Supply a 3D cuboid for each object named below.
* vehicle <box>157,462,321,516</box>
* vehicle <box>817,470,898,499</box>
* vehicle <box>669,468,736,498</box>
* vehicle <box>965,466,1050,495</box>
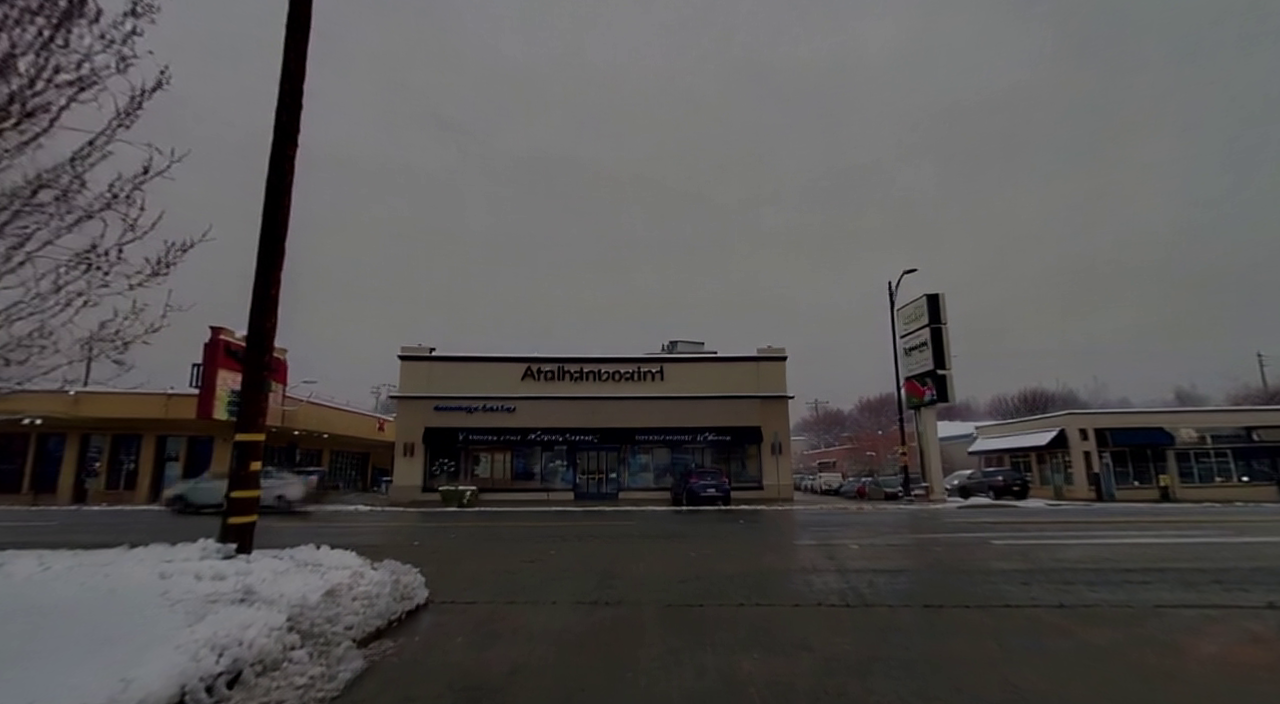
[{"bbox_3d":[-13.006,4.445,20.714,4.073,1.609,1.813,1,-9,-4],"label":"vehicle"},{"bbox_3d":[13.077,7.973,38.255,1.791,1.453,4.593,5,-10,-29],"label":"vehicle"},{"bbox_3d":[3.698,7.916,38.446,1.812,1.468,4.519,5,-10,-28],"label":"vehicle"},{"bbox_3d":[25.856,9.024,44.553,4.838,1.799,1.914,-7,-11,39],"label":"vehicle"}]
